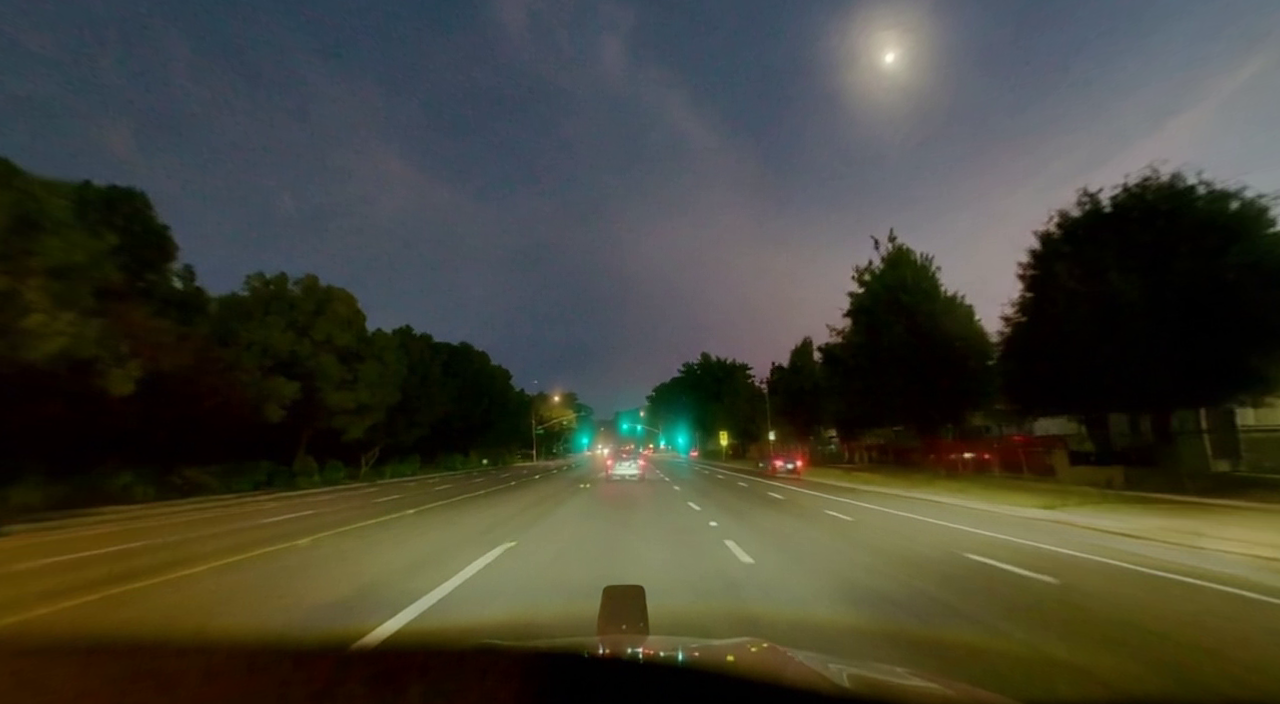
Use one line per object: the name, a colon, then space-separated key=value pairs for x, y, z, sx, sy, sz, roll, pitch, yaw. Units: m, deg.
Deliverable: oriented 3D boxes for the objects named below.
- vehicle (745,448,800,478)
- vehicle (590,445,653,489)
vehicle: x=7.401 y=6.219 z=35.628 sx=2.164 sy=1.511 sz=4.571 roll=0 pitch=-8 yaw=1
vehicle: x=-0.595 y=4.177 z=23.288 sx=2.099 sy=1.470 sz=4.302 roll=0 pitch=-8 yaw=0
